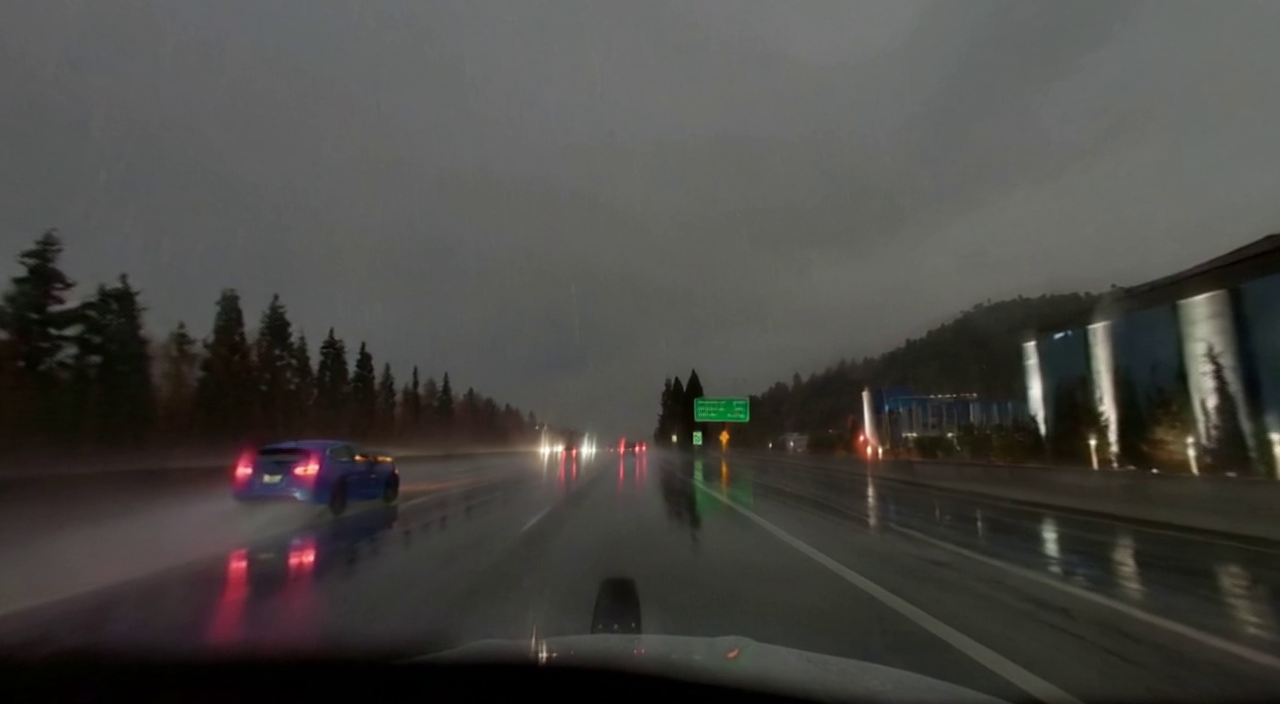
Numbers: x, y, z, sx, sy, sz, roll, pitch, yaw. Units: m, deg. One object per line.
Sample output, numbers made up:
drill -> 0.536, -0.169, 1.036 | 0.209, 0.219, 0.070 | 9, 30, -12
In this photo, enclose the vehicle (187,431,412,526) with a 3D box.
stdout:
vehicle -> -6.708, 2.526, 13.256 | 2.016, 1.606, 4.806 | 0, -9, 0
